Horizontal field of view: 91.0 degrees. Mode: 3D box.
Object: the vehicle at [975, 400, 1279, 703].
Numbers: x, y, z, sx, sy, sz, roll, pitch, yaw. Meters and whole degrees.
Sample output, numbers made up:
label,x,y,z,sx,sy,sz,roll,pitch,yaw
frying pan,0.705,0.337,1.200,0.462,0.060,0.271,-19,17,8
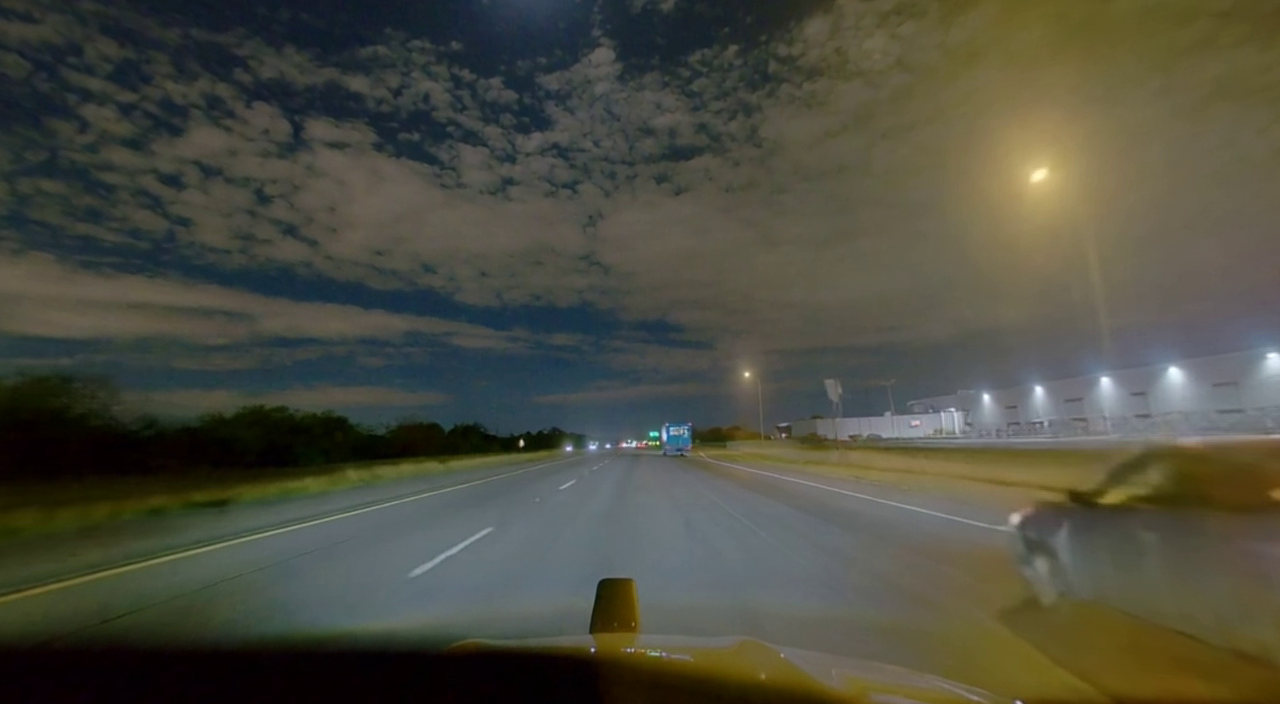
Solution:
label,x,y,z,sx,sy,sz,roll,pitch,yaw
vehicle,3.705,0.987,2.935,2.048,1.482,3.956,0,-8,-1
